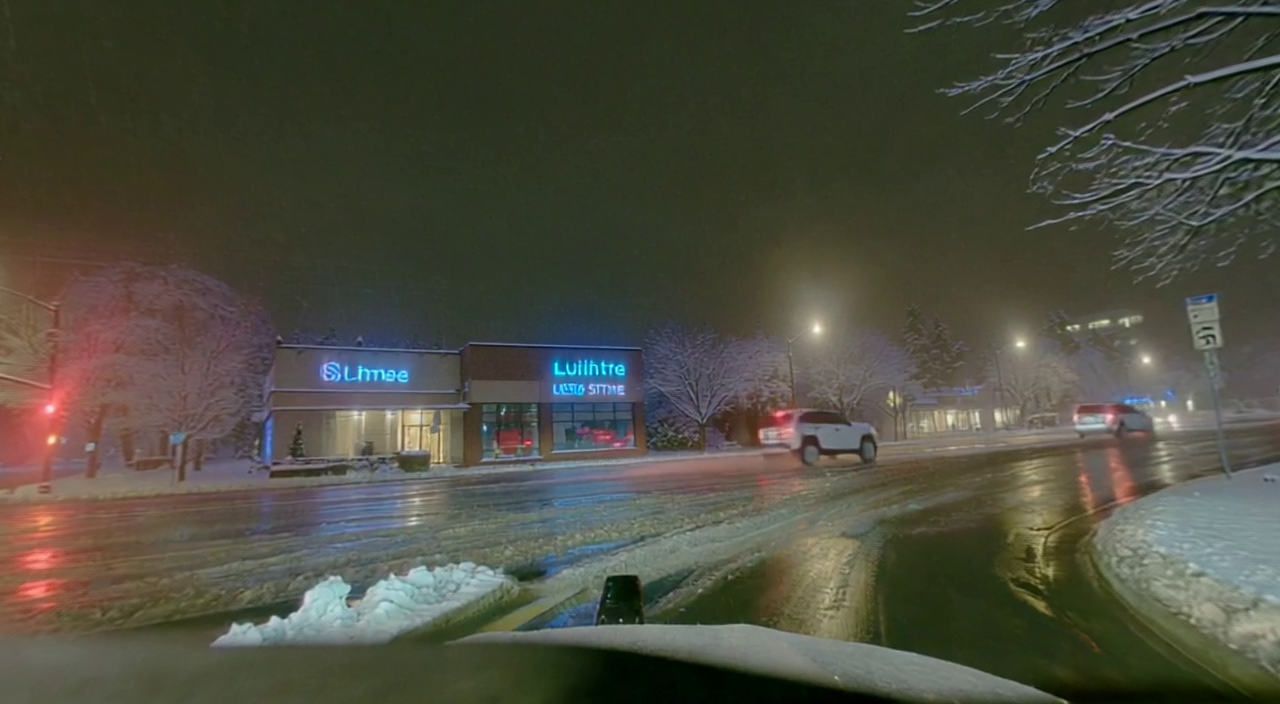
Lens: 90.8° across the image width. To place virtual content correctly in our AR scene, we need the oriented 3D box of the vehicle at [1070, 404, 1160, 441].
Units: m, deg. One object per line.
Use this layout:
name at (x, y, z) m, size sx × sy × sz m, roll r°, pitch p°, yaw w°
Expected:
vehicle at (22.766, 3.446, 30.219) m, size 4.377 × 1.624 × 1.953 m, roll 6°, pitch -10°, yaw -33°

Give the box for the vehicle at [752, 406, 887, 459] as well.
vehicle at (6.596, 2.985, 23.075) m, size 4.689 × 1.758 × 2.146 m, roll 5°, pitch -10°, yaw -33°
